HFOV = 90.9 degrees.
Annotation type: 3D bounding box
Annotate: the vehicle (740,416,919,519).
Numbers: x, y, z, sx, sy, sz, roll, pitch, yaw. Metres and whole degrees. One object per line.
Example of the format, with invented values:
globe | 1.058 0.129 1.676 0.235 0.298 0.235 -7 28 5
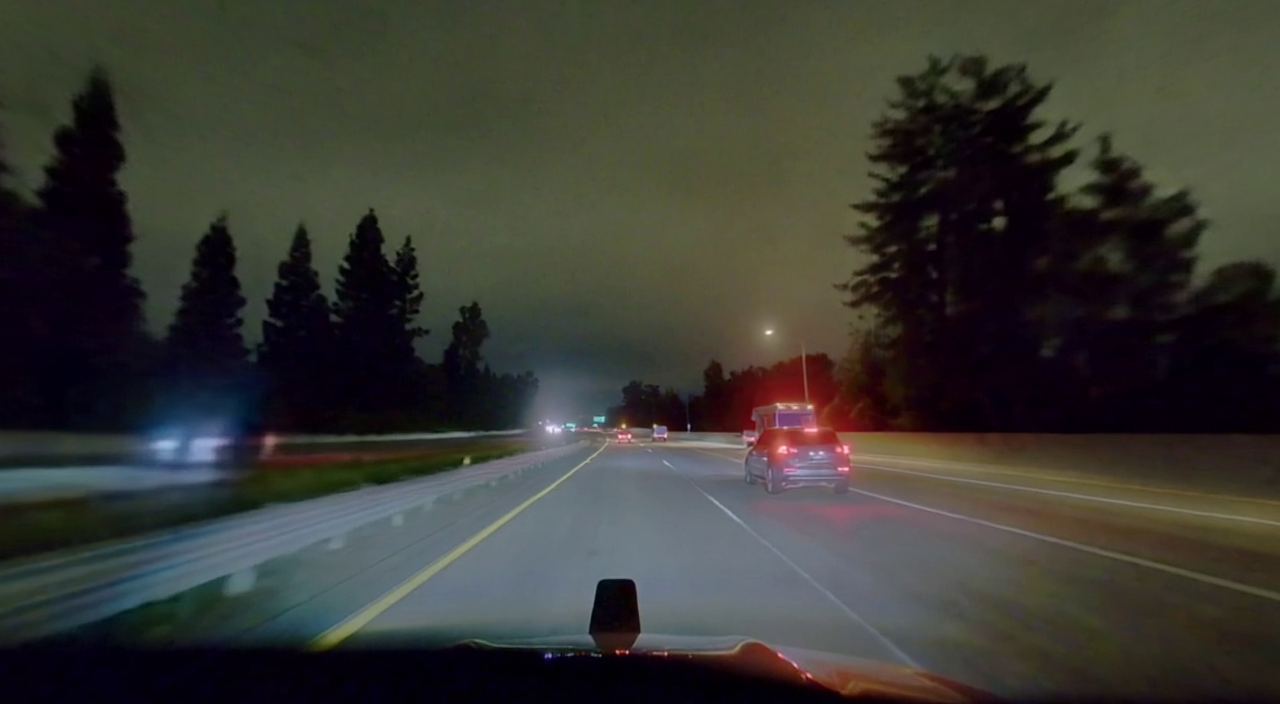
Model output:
vehicle | 3.216 2.024 11.630 2.002 1.569 3.845 0 -8 -2
